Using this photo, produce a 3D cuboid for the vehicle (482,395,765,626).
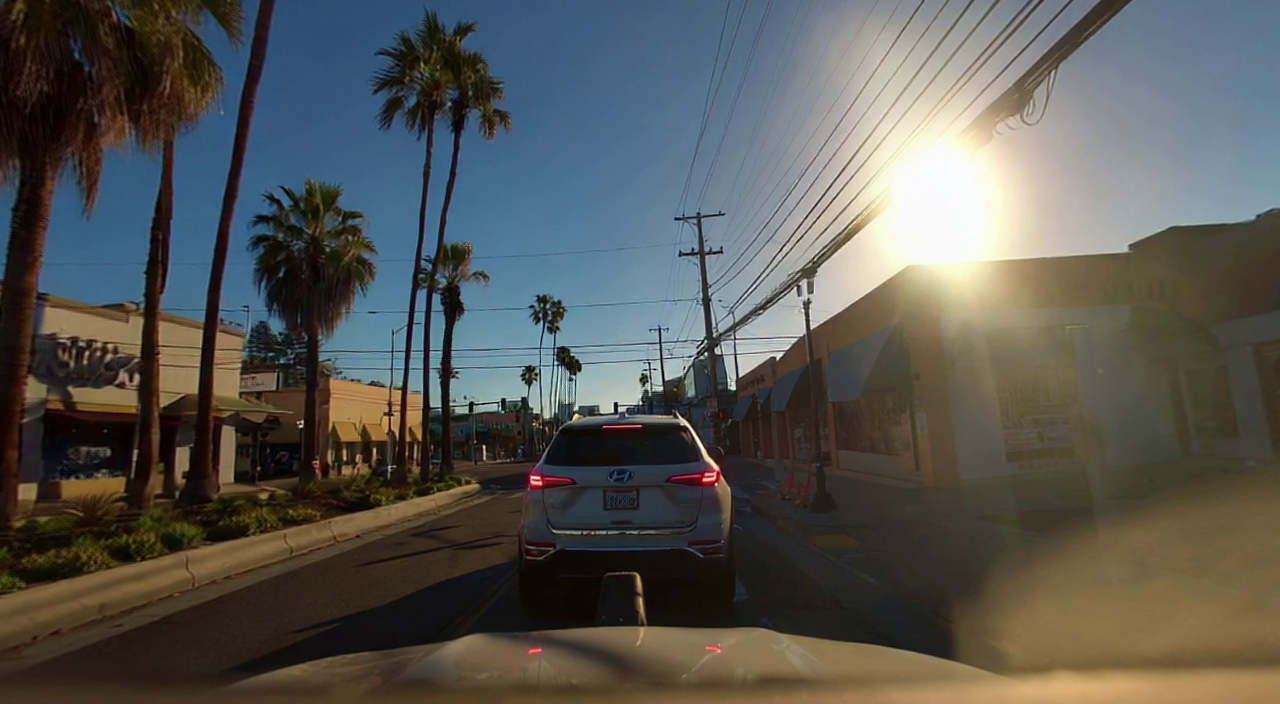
[{"bbox_3d":[-0.204,1.451,6.679,2.105,1.702,3.750,0,-8,-3],"label":"vehicle"}]
